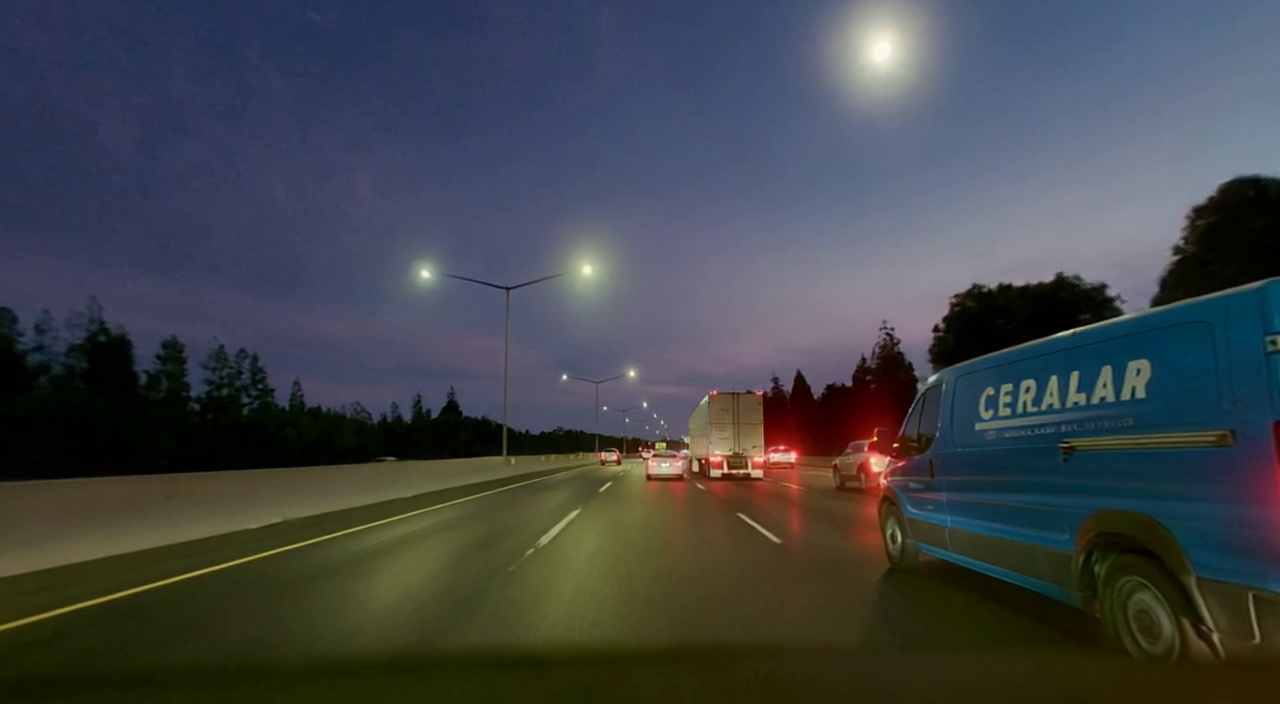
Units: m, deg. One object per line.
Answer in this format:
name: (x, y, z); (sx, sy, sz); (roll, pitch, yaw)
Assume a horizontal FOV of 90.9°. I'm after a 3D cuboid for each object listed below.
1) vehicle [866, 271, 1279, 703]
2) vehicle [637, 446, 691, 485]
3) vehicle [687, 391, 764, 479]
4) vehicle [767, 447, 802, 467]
vehicle: (3.752, 0.941, 4.086); (2.441, 2.017, 5.739); (0, -9, 0)
vehicle: (0.906, 4.738, 26.624); (2.063, 1.469, 4.208); (0, -9, -1)
vehicle: (4.474, 4.840, 35.901); (2.821, 4.077, 12.562); (0, -9, 1)
vehicle: (11.350, 8.243, 49.728); (1.870, 1.525, 3.680); (0, -9, 0)
